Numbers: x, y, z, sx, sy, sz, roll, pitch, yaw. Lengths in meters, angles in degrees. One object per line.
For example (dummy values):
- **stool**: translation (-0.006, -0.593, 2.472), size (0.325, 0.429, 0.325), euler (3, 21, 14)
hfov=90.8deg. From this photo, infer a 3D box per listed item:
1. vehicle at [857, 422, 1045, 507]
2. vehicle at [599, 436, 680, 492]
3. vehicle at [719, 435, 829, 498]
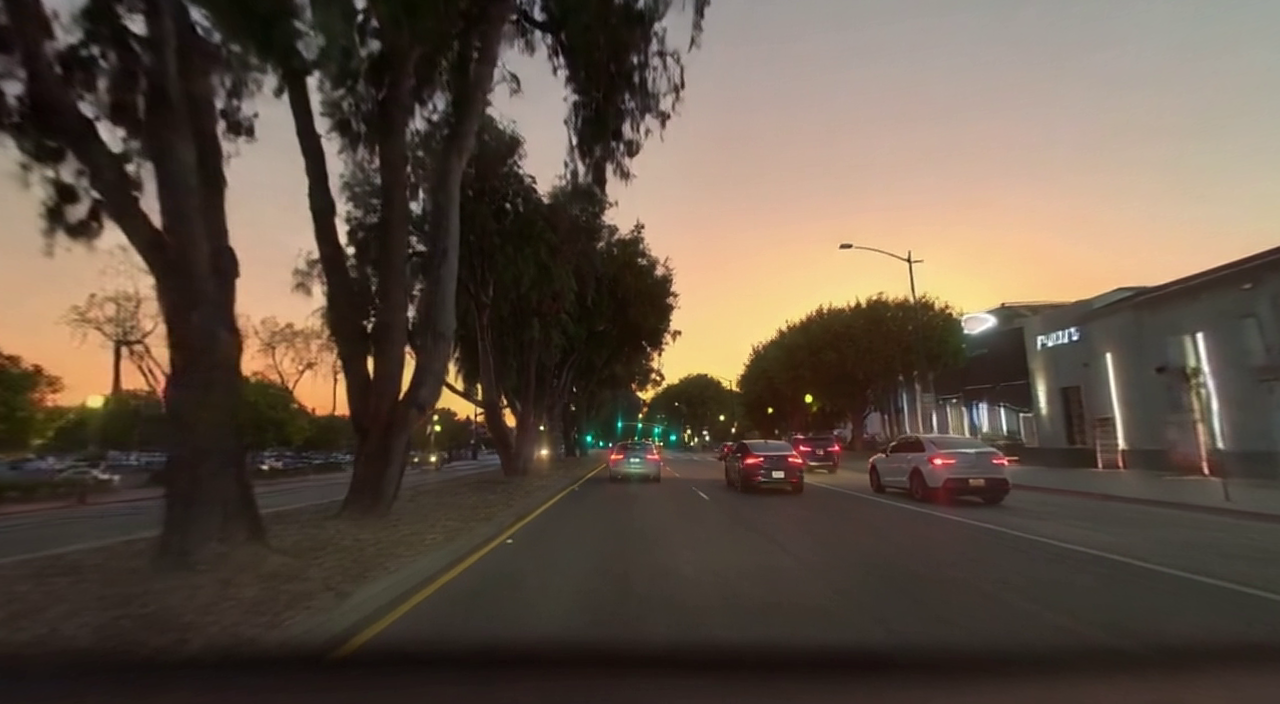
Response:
- **vehicle**: translation (7.226, 2.671, 15.433), size (2.052, 1.708, 4.842), euler (0, -8, -1)
- **vehicle**: translation (-0.037, 3.237, 18.585), size (2.101, 1.444, 4.248), euler (0, -8, -1)
- **vehicle**: translation (3.461, 3.045, 17.194), size (1.993, 1.477, 4.240), euler (0, -8, -1)
